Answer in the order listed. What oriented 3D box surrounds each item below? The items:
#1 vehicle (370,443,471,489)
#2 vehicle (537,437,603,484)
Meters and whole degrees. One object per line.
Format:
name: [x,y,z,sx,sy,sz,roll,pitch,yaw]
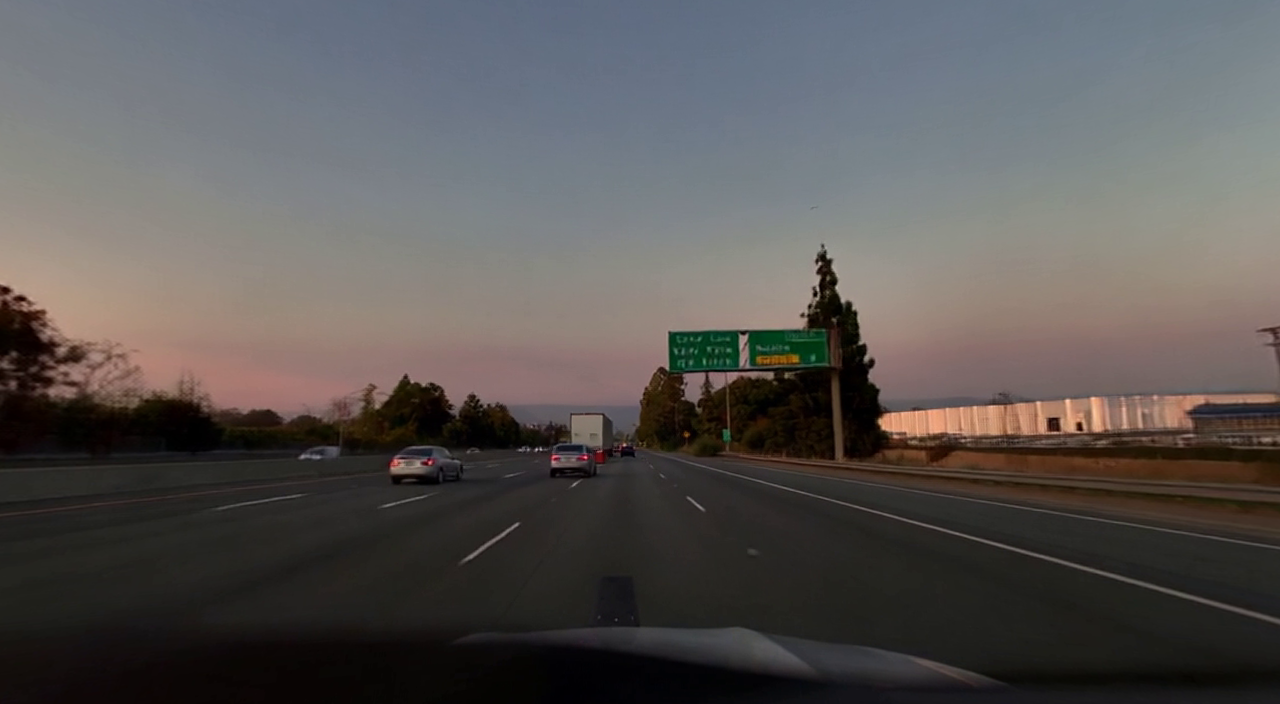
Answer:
vehicle: [-7.699,4.034,22.699,2.026,1.477,4.467,0,-9,0]
vehicle: [-2.658,4.244,24.895,2.033,1.669,4.112,0,-9,1]
